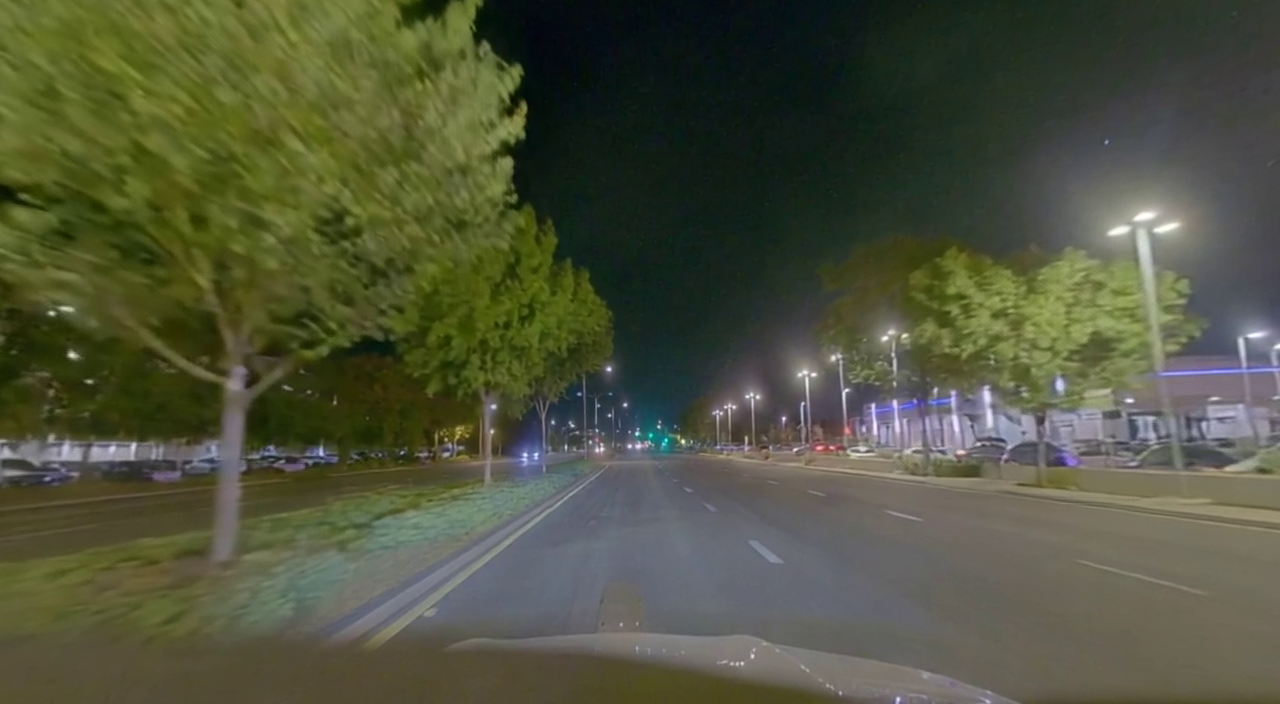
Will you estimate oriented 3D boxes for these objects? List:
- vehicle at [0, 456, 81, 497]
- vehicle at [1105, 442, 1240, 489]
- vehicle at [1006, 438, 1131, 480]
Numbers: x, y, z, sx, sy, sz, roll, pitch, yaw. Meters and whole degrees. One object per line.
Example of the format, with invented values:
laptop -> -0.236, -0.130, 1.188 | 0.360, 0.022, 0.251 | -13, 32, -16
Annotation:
vehicle -> -26.806, 5.257, 26.814 | 4.193, 1.585, 1.956 | 0, -8, 0
vehicle -> 17.898, 3.760, 21.214 | 4.496, 1.423, 1.700 | 4, -10, -27
vehicle -> 18.288, 4.508, 26.974 | 4.788, 1.660, 2.043 | 3, -9, -23
